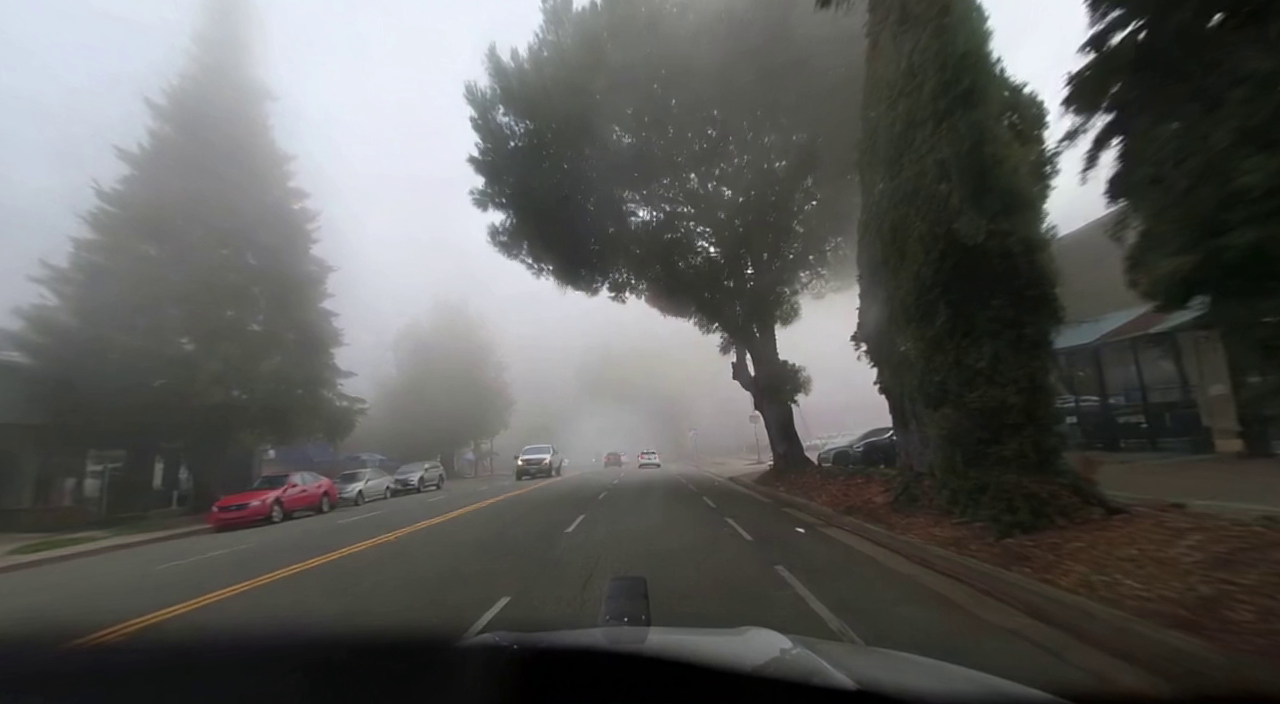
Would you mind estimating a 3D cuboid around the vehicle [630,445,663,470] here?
[{"bbox_3d":[0.437,6.745,40.537,2.020,1.478,3.922,0,-8,1],"label":"vehicle"}]

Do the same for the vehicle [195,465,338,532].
[{"bbox_3d":[-11.146,4.350,19.177,1.946,1.526,3.954,-2,-7,0],"label":"vehicle"}]

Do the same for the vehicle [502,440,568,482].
[{"bbox_3d":[-5.829,6.175,36.018,2.644,2.161,5.825,0,-8,1],"label":"vehicle"}]

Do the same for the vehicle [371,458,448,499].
[{"bbox_3d":[-11.087,6.087,30.648,1.925,1.709,4.426,-1,-8,2],"label":"vehicle"}]

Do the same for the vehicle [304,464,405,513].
[{"bbox_3d":[-11.188,5.345,25.060,1.858,1.469,4.665,-4,-9,0],"label":"vehicle"}]

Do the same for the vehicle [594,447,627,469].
[{"bbox_3d":[-2.103,7.646,45.610,2.099,1.424,4.609,0,-8,1],"label":"vehicle"}]
